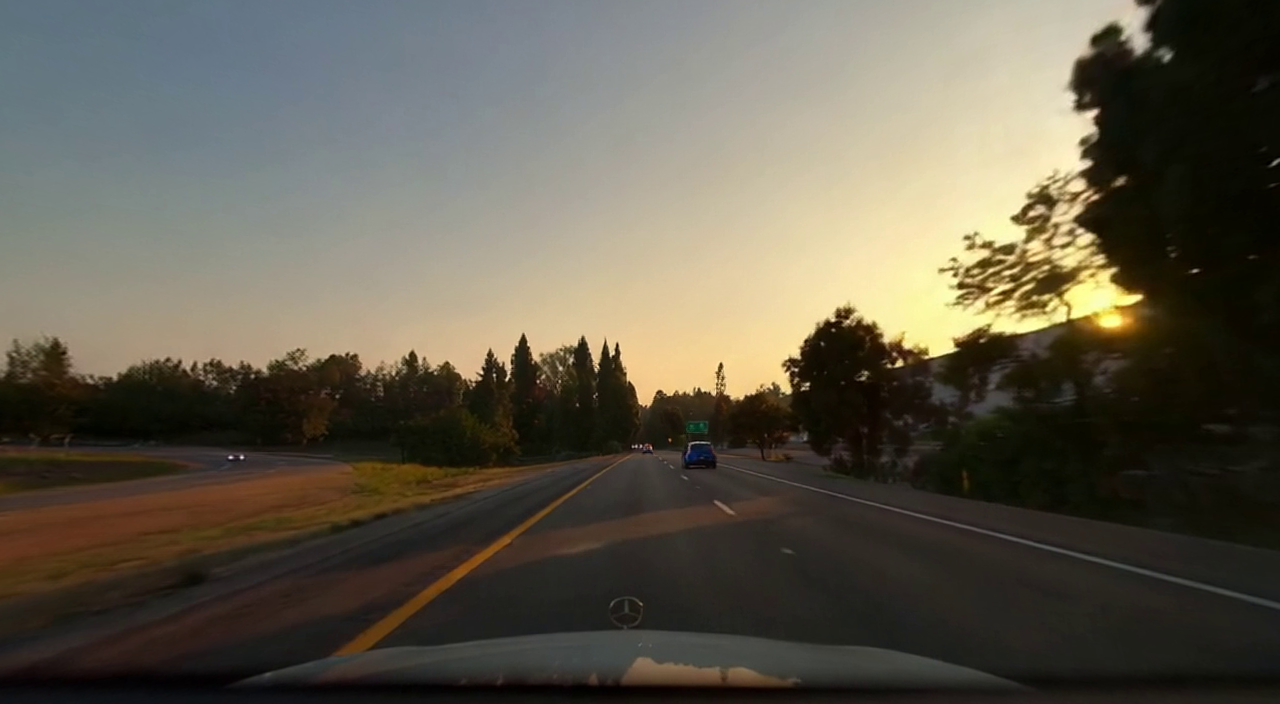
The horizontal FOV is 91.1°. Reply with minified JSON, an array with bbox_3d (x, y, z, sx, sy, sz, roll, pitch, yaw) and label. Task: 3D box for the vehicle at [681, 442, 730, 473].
[{"bbox_3d":[3.387,5.533,33.250,2.079,1.531,3.997,0,-9,-2],"label":"vehicle"}]
